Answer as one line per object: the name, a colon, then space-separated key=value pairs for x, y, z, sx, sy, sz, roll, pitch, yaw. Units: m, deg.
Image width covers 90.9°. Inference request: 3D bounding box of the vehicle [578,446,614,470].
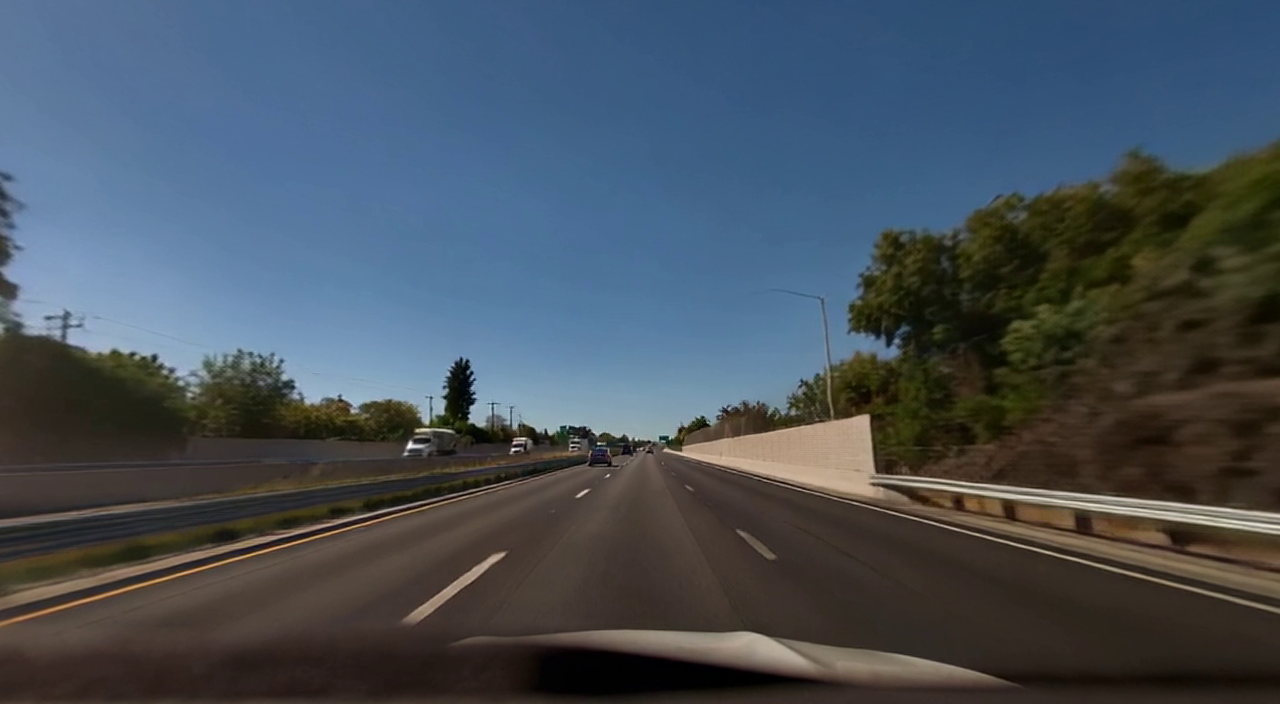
vehicle: x=-2.871 y=7.035 z=42.021 sx=1.991 sy=1.473 sz=4.707 roll=0 pitch=-9 yaw=0
